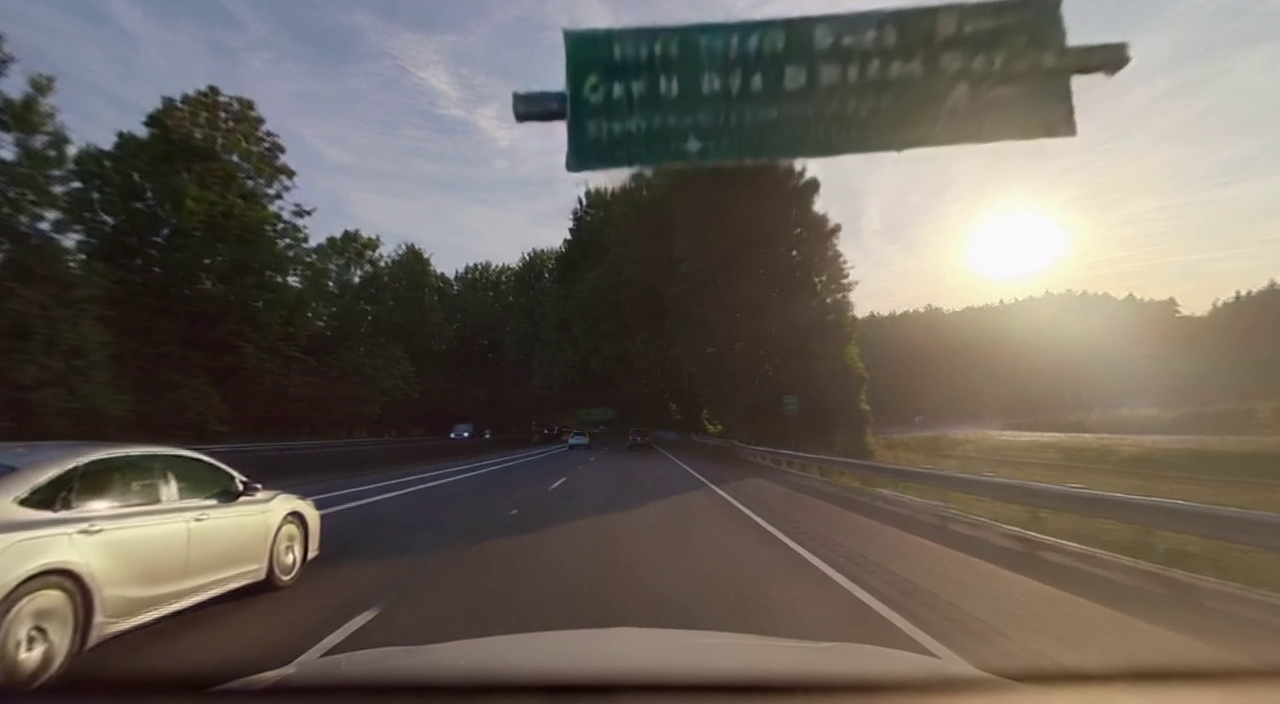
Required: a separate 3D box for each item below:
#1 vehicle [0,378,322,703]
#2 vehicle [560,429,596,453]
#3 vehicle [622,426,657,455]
[{"bbox_3d":[-3.862,0.980,3.660,1.958,1.486,3.988,0,-8,0],"label":"vehicle"},{"bbox_3d":[-4.291,6.190,43.987,2.055,1.610,4.116,0,-8,1],"label":"vehicle"},{"bbox_3d":[-0.051,5.766,41.131,2.170,1.790,4.490,0,-8,-1],"label":"vehicle"}]
